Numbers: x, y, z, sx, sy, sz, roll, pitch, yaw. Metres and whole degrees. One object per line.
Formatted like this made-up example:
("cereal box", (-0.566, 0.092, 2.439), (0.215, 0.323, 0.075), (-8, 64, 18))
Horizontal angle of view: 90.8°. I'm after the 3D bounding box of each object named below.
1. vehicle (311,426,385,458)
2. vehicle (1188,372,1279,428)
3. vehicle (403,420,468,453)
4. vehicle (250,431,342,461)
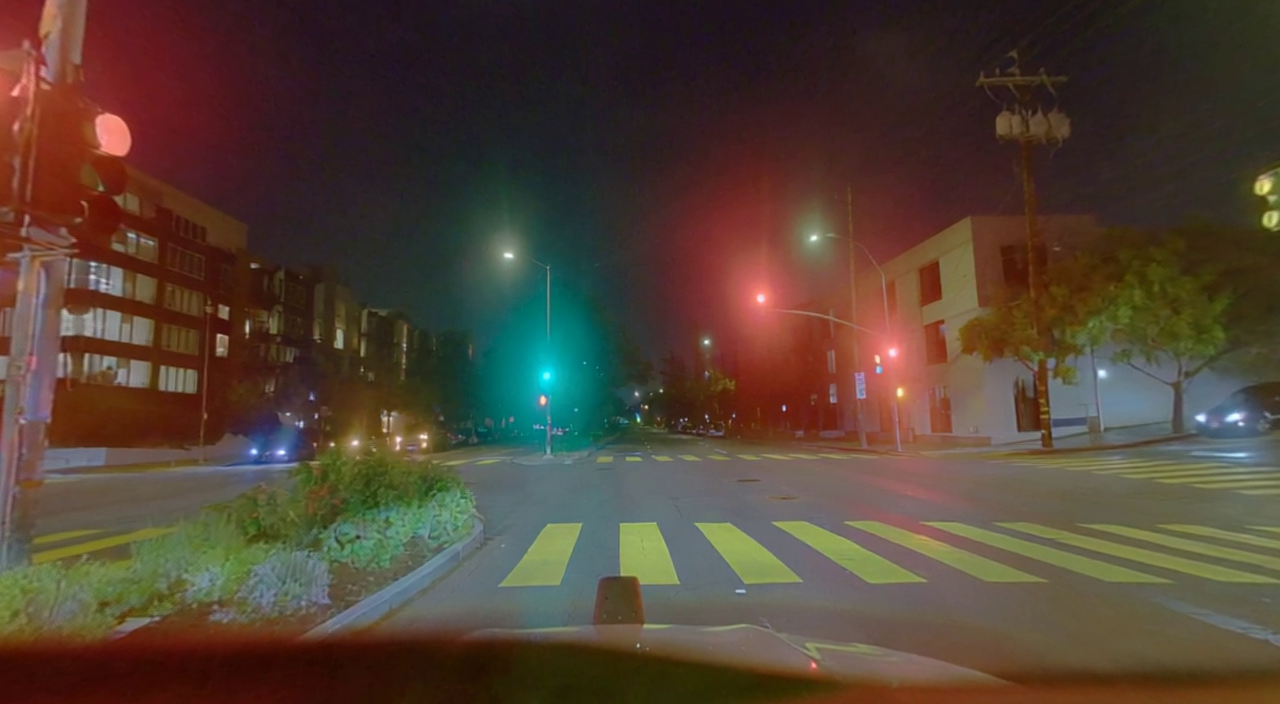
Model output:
("vehicle", (-18.258, 5.677, 39.847), (2.225, 1.871, 5.189), (0, -8, 0))
("vehicle", (22.365, 1.620, 22.231), (4.531, 1.753, 1.964), (-2, -2, -5))
("vehicle", (-11.773, 4.939, 36.778), (2.118, 1.809, 4.591), (0, -8, 2))
("vehicle", (-18.057, 4.973, 33.517), (1.939, 1.430, 5.533), (0, -8, -2))
